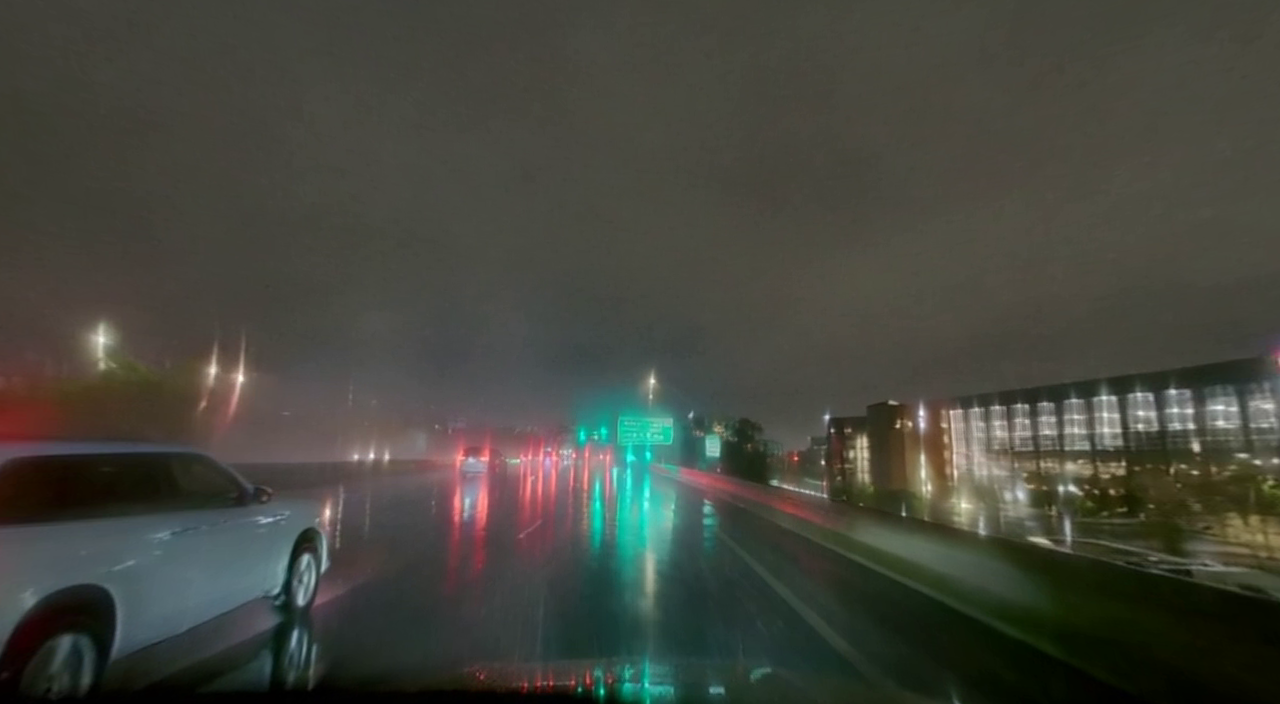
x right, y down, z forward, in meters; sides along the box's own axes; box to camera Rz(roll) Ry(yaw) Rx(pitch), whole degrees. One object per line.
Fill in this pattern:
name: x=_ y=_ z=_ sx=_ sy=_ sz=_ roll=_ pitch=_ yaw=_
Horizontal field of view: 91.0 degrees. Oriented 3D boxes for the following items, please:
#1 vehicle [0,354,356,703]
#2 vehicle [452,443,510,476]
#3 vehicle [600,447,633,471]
vehicle: x=-3.581 y=0.982 z=3.212 sx=2.036 sy=1.717 sz=4.592 roll=0 pitch=-9 yaw=1
vehicle: x=-8.634 y=5.848 z=34.555 sx=2.065 sy=1.689 sz=4.399 roll=0 pitch=-9 yaw=-1
vehicle: x=-1.632 y=7.383 z=43.631 sx=2.110 sy=1.501 sz=4.319 roll=0 pitch=-9 yaw=-2
